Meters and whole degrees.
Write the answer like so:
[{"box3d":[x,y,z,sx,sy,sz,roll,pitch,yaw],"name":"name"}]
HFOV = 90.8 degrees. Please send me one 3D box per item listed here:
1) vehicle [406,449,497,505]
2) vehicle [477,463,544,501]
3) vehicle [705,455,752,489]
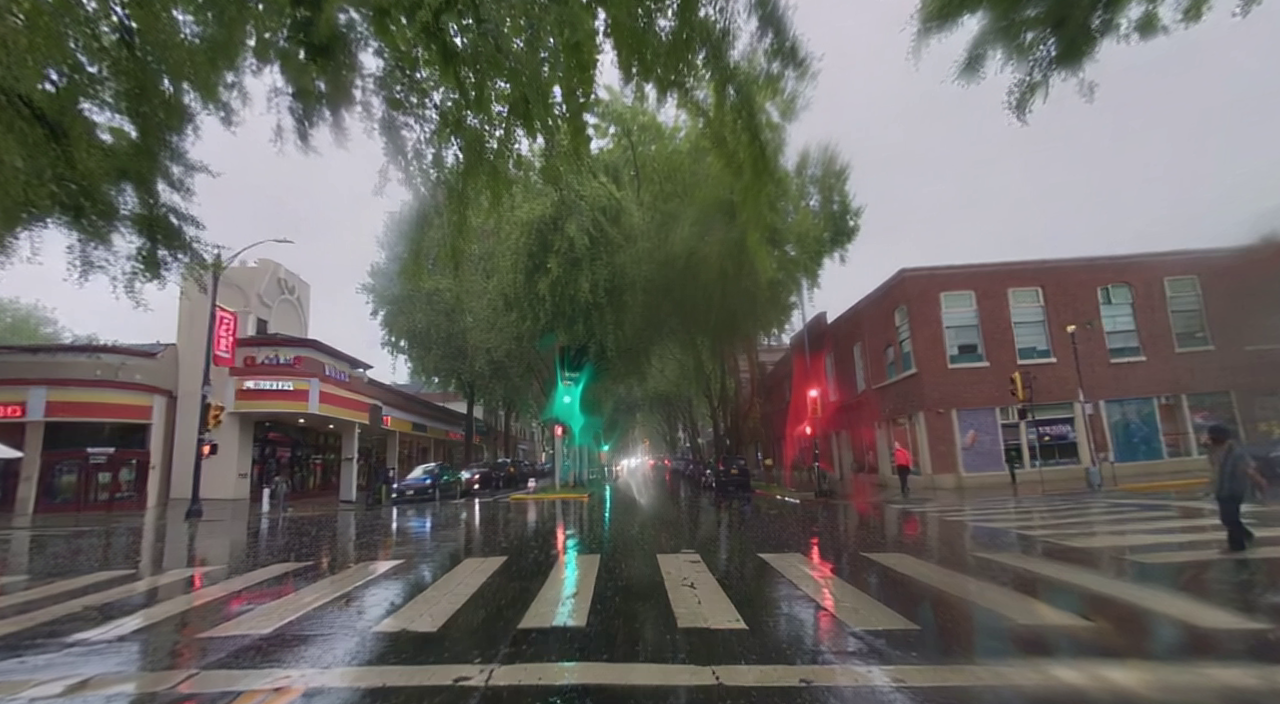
[{"box3d":[-8.821,5.866,30.314,2.489,2.323,5.843,0,-8,1],"name":"vehicle"},{"box3d":[-5.751,5.829,28.618,1.983,1.438,4.559,0,-8,1],"name":"vehicle"},{"box3d":[5.194,7.103,37.712,2.010,1.844,4.386,0,-8,-2],"name":"vehicle"}]
